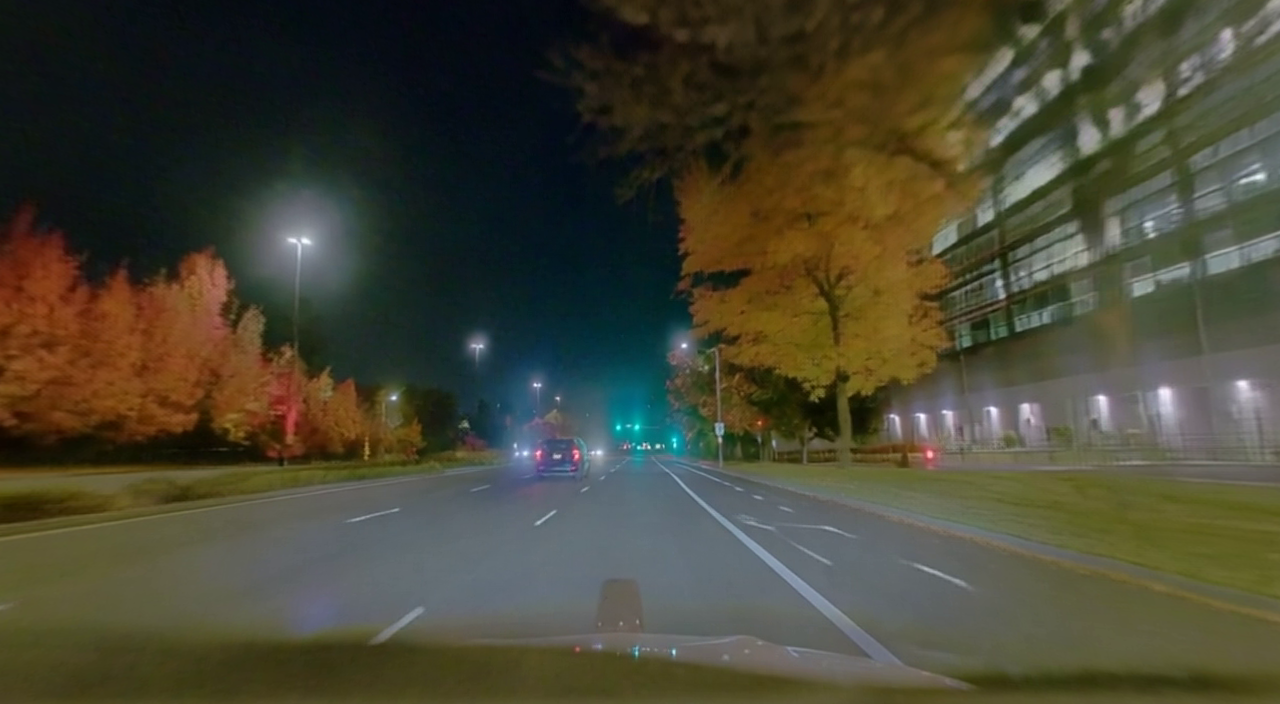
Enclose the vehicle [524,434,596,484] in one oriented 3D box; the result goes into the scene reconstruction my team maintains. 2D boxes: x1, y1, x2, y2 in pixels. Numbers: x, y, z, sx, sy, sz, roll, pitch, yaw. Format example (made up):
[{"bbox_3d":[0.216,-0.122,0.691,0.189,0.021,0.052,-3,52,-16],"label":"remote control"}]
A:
[{"bbox_3d":[-3.048,4.215,25.086,2.112,1.779,4.489,0,-9,2],"label":"vehicle"}]
